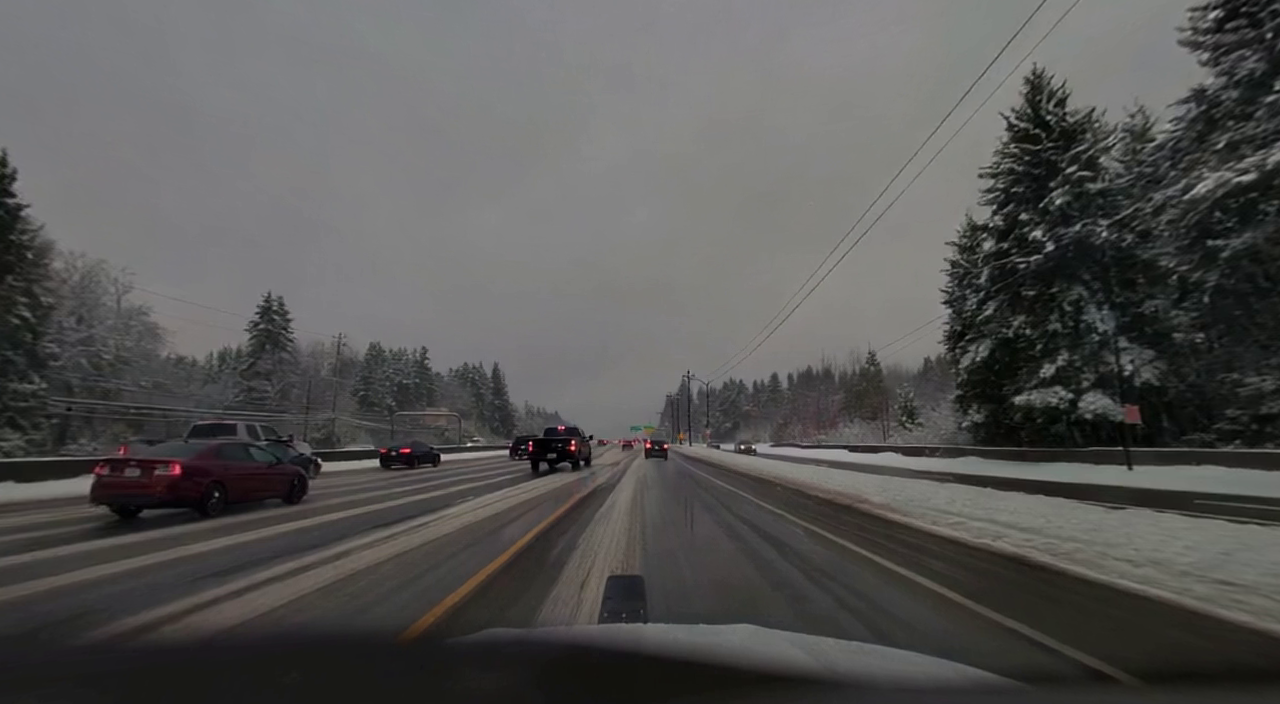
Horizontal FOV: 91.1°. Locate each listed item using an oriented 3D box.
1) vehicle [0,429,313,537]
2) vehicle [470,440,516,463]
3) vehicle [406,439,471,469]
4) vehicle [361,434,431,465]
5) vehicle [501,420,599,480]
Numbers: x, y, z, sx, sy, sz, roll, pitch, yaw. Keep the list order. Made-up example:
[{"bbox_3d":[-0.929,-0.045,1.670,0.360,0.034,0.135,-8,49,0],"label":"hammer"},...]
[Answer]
[{"bbox_3d":[-8.004,2.153,11.034,1.964,1.481,4.425,-1,-8,3],"label":"vehicle"},{"bbox_3d":[-10.178,6.901,43.793,1.915,1.472,4.502,-1,-8,3],"label":"vehicle"},{"bbox_3d":[-10.657,5.419,33.567,1.884,1.453,4.579,0,-8,2],"label":"vehicle"},{"bbox_3d":[-14.417,5.801,37.450,2.090,1.707,4.747,-1,-8,3],"label":"vehicle"},{"bbox_3d":[-3.379,3.932,25.407,2.815,2.092,6.526,0,-8,2],"label":"vehicle"}]
